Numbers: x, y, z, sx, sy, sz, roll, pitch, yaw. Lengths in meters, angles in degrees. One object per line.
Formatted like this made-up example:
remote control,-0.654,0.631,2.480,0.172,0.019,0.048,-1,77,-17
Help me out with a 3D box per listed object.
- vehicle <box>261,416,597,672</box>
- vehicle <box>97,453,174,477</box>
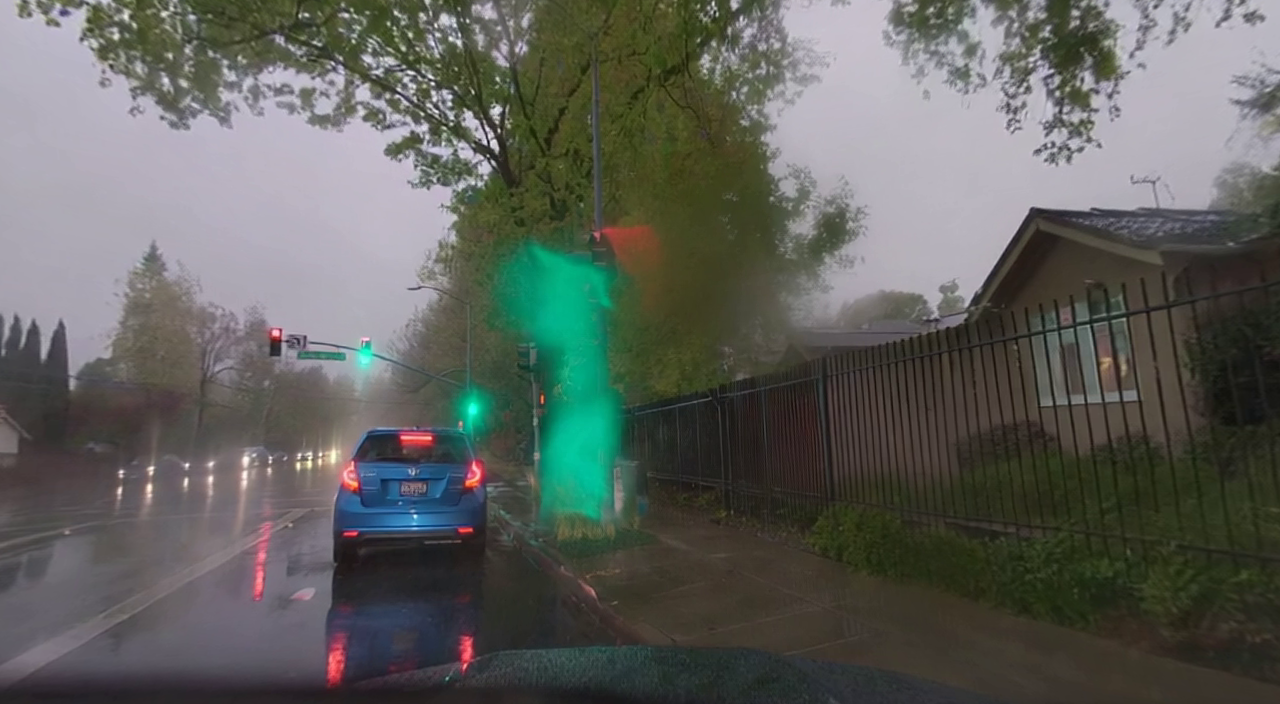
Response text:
vehicle,-1.834,1.448,5.881,2.024,1.502,3.702,3,-9,-18
vehicle,-37.411,8.393,46.946,3.959,1.680,1.785,2,-9,-12
